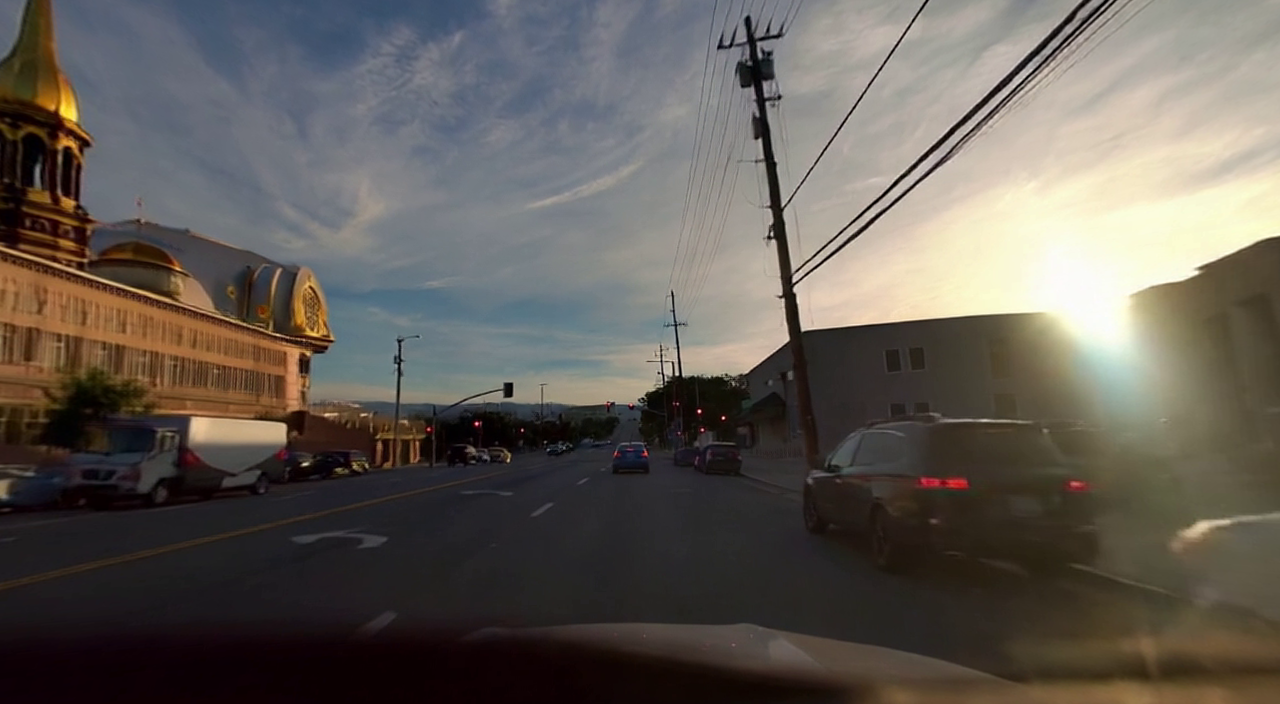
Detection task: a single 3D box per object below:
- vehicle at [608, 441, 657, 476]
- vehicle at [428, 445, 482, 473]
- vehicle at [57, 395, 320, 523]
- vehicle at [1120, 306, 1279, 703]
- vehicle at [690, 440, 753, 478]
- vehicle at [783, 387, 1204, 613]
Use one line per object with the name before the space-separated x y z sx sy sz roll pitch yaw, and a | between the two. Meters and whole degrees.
vehicle | -0.353 4.873 29.114 2.049 1.453 4.299 0 -8 -1
vehicle | -12.592 7.285 43.351 2.071 1.814 5.185 0 -9 1
vehicle | -12.123 2.947 17.932 2.961 2.739 6.276 -4 -8 -1
vehicle | 3.633 0.548 1.050 2.140 1.890 4.402 0 -9 0
vehicle | 3.520 4.738 28.180 1.944 1.530 4.539 0 -9 -4
vehicle | 3.616 1.643 8.180 2.204 1.845 5.597 1 -8 0
